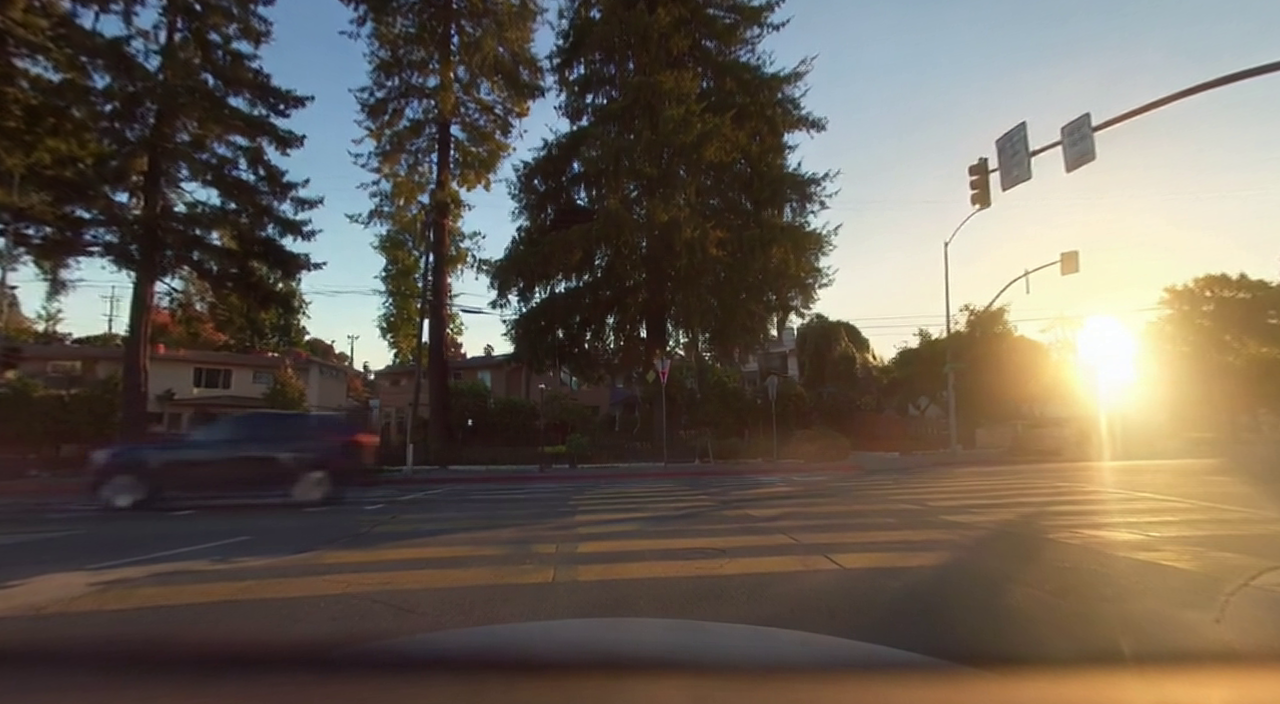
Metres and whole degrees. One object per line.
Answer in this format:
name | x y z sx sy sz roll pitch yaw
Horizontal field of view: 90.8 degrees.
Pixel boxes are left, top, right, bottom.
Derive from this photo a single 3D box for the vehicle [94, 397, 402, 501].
vehicle | -7.515 1.940 12.849 4.882 1.783 2.093 3 -9 -21
